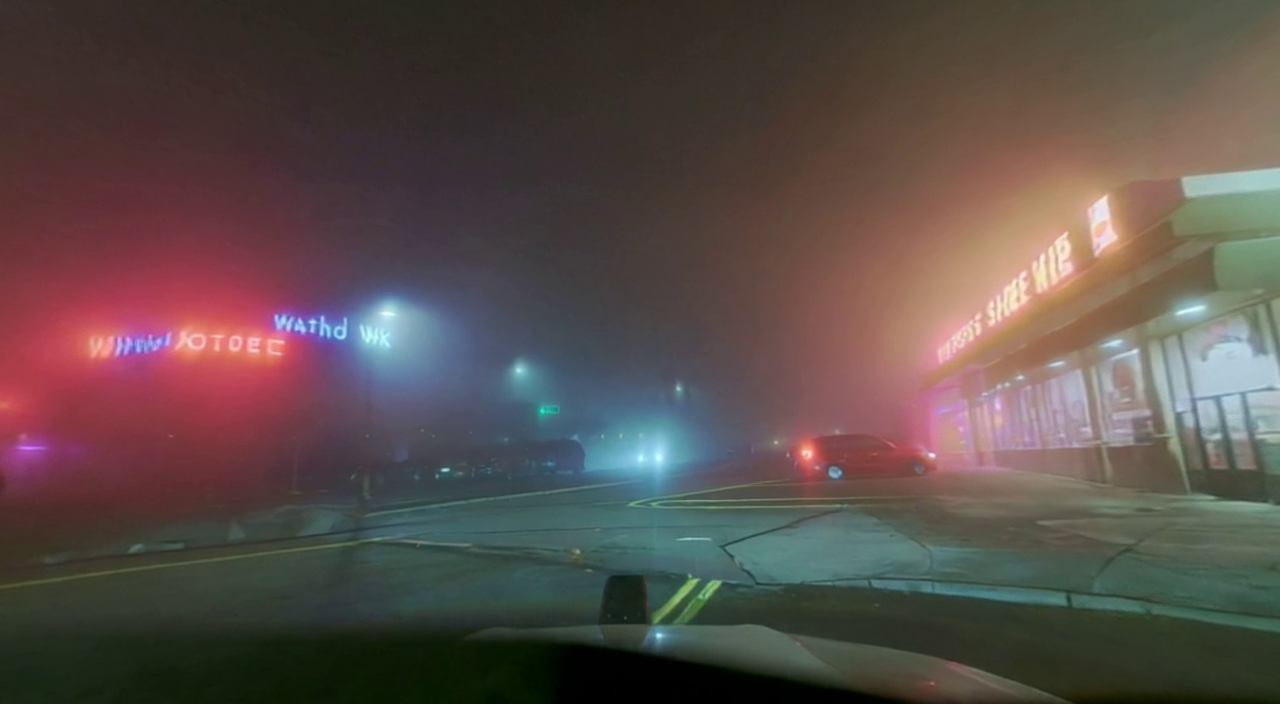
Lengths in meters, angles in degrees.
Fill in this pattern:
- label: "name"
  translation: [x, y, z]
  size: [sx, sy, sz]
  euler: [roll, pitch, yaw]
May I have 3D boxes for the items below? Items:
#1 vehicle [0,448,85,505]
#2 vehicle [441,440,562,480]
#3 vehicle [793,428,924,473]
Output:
- label: "vehicle"
  translation: [-23.938, 4.803, 24.714]
  size: [4.748, 2.013, 2.150]
  euler: [-7, -11, 36]
- label: "vehicle"
  translation: [-6.028, 4.706, 27.598]
  size: [4.814, 1.618, 1.869]
  euler: [-2, -9, 15]
- label: "vehicle"
  translation: [8.925, 4.034, 25.834]
  size: [4.706, 1.663, 1.993]
  euler: [-5, -10, 29]
